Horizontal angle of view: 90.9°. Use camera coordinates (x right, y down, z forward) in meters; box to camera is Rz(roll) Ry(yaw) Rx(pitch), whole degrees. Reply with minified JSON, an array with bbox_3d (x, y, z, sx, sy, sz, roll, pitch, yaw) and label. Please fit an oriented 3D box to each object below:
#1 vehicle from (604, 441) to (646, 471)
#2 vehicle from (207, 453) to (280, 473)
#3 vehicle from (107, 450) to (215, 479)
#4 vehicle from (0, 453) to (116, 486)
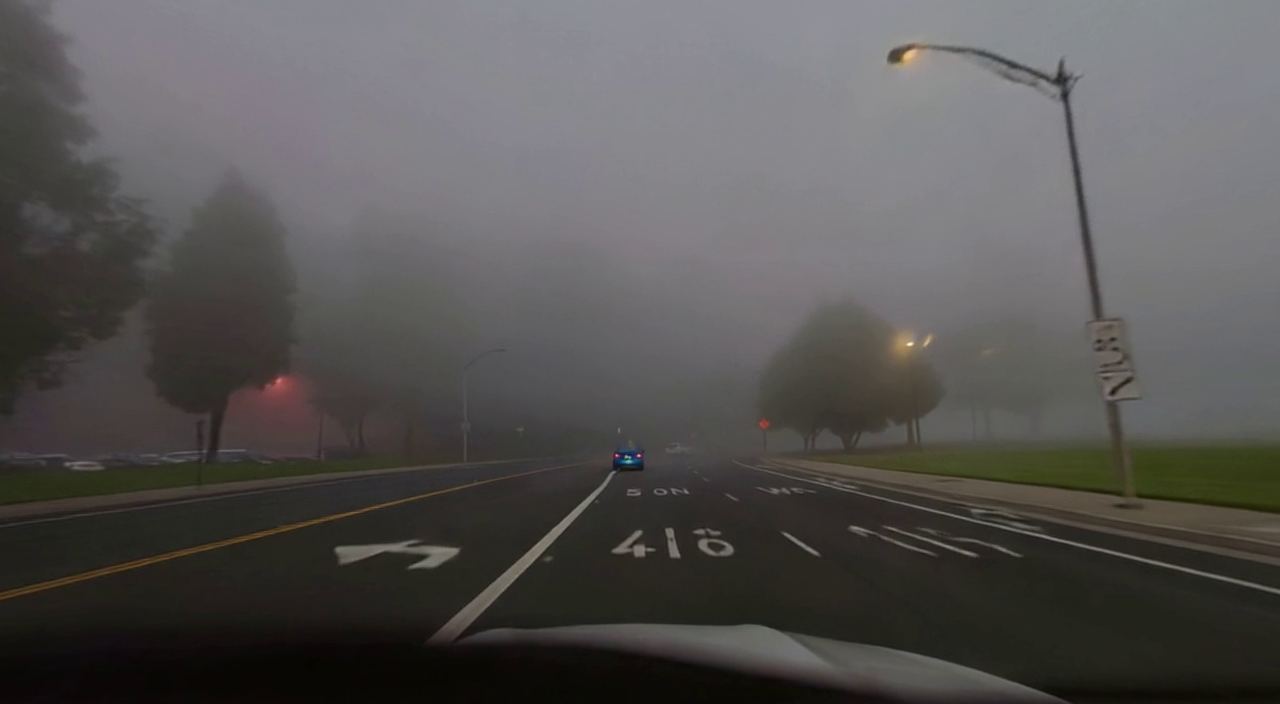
[{"bbox_3d":[-0.724,5.454,33.270,1.978,1.499,3.915,-1,-8,2],"label":"vehicle"},{"bbox_3d":[-30.098,8.445,47.977,4.309,1.433,1.818,0,-8,-1],"label":"vehicle"},{"bbox_3d":[-30.387,7.122,40.129,4.923,1.697,2.209,0,-8,-4],"label":"vehicle"},{"bbox_3d":[-30.335,6.047,32.689,4.455,1.566,2.029,0,-8,-2],"label":"vehicle"}]
